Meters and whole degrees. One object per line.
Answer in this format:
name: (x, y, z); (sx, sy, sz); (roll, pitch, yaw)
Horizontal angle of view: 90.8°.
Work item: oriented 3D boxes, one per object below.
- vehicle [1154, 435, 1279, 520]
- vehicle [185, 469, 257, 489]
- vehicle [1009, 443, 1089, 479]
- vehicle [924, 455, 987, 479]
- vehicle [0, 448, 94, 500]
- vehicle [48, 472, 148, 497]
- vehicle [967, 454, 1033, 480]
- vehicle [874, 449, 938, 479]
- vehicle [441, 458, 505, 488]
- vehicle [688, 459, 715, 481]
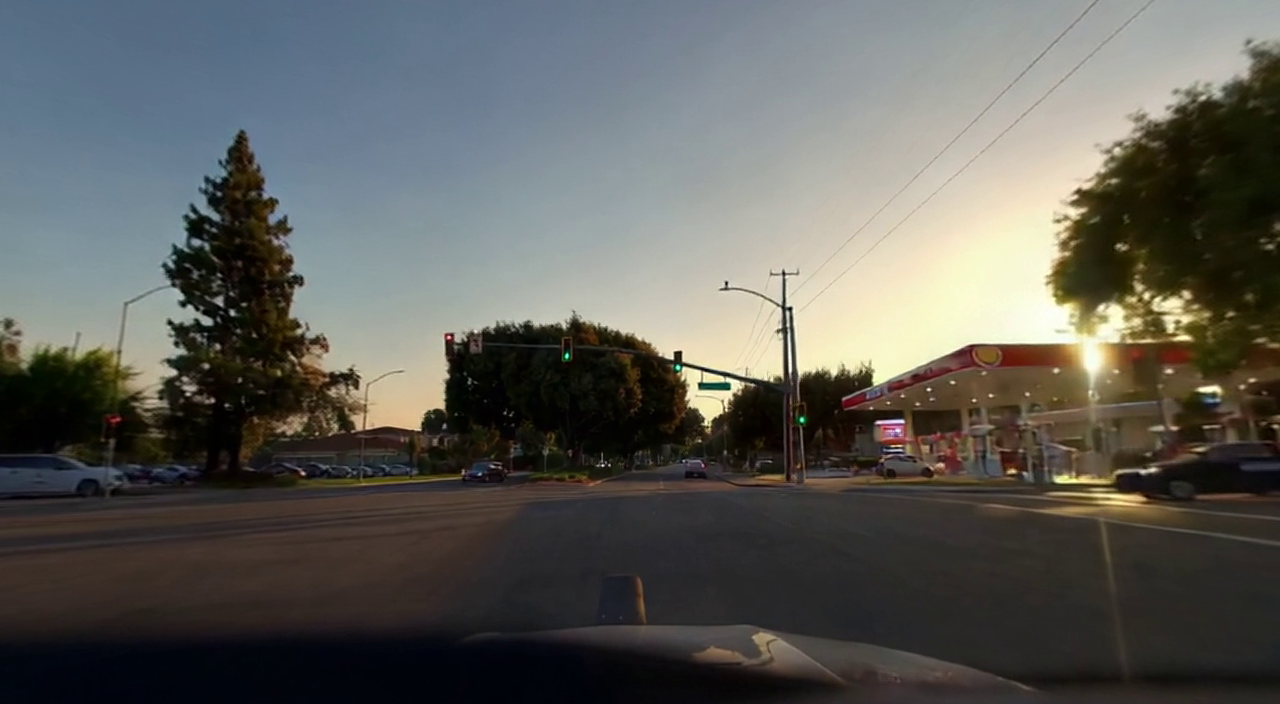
vehicle: (13.264, 2.391, 12.329); (4.605, 1.497, 2.061); (0, -9, 1)
vehicle: (-32.596, 9.871, 49.196); (4.233, 1.434, 1.961); (-1, -9, 4)
vehicle: (23.332, 6.160, 35.954); (4.920, 1.864, 2.027); (6, -11, -36)
vehicle: (20.126, 7.322, 40.237); (4.553, 1.371, 2.019); (9, -15, -42)
vehicle: (-33.218, 6.349, 33.158); (6.708, 2.544, 2.452); (0, -9, 1)
vehicle: (-32.876, 8.048, 38.393); (4.239, 1.401, 2.038); (0, -9, 2)
vehicle: (21.948, 6.945, 38.433); (4.329, 1.461, 1.873); (7, -11, -38)
vehicle: (17.813, 7.451, 42.177); (4.601, 1.766, 2.015); (7, -14, -42)
vehicle: (-9.112, 6.632, 34.904); (2.023, 1.498, 4.605); (-1, -9, 3)
vehicle: (4.639, 8.936, 48.103); (1.908, 1.492, 3.977); (-1, -9, 3)
